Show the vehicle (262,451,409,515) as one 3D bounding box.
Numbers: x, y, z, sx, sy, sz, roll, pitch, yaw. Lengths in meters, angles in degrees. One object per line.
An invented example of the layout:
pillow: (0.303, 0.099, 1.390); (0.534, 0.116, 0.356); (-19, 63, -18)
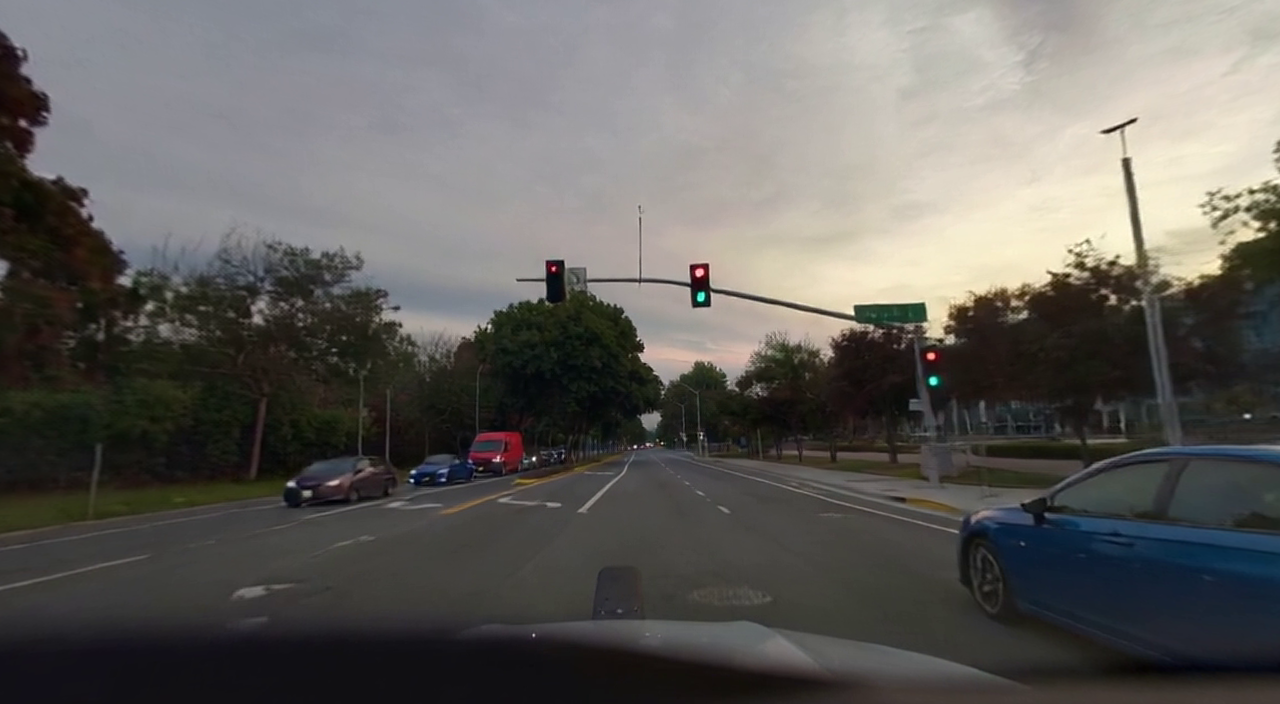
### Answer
vehicle: (-8.211, 3.538, 17.629); (1.906, 1.468, 4.686); (0, -8, -2)

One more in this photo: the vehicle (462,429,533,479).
vehicle: (-8.479, 6.154, 38.442); (2.617, 2.736, 6.621); (0, -8, 1)

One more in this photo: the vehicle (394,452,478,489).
vehicle: (-8.933, 5.223, 28.167); (2.190, 1.455, 4.516); (0, -8, 1)

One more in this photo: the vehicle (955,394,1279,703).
vehicle: (3.967, 1.058, 3.365); (2.129, 1.581, 4.780); (0, -8, 0)
